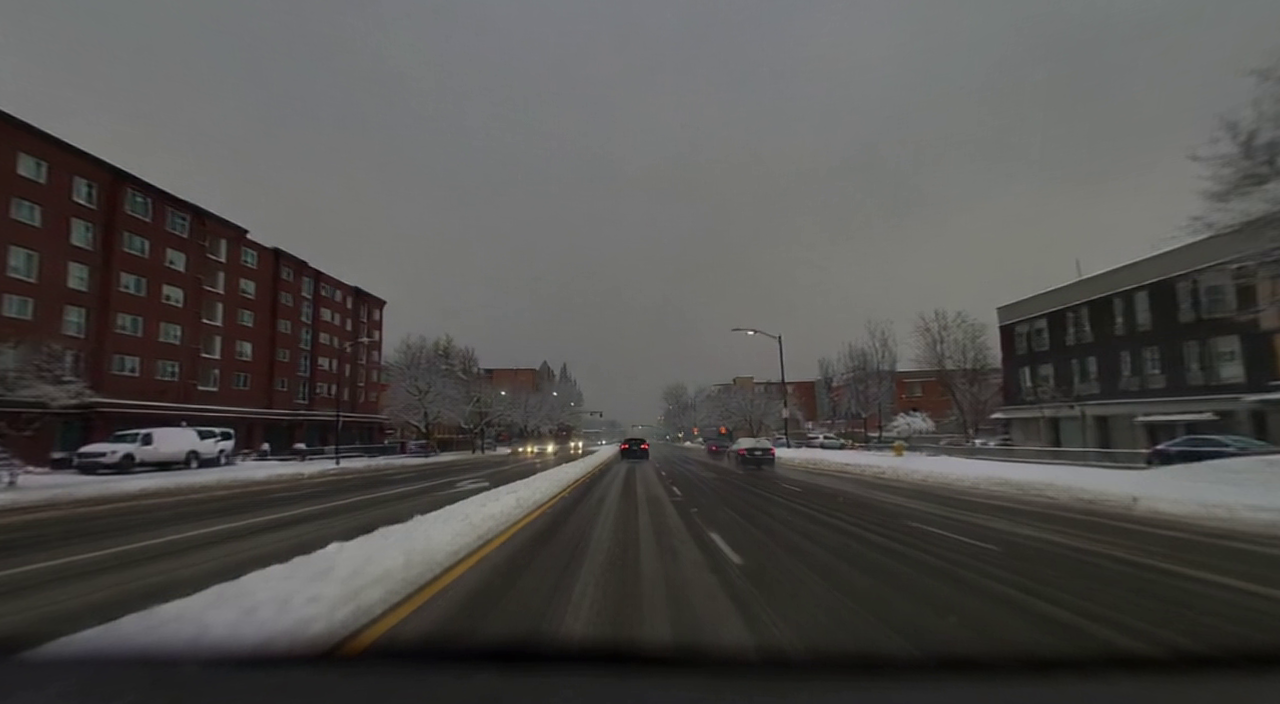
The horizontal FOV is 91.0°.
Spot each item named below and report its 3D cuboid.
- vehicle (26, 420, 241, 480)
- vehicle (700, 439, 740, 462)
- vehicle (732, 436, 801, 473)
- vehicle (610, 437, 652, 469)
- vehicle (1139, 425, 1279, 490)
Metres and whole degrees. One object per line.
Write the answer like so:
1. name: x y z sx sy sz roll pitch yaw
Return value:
1. vehicle: -33.192 6.474 42.455 4.125 3.409 11.667 -1 -8 5
2. vehicle: 5.618 6.946 44.590 2.154 1.554 4.149 0 -9 -2
3. vehicle: 5.832 4.778 29.611 2.121 1.557 4.898 0 -9 -1
4. vehicle: -0.471 5.295 33.216 2.106 1.553 3.964 0 -8 -1
5. vehicle: 20.449 3.598 21.708 2.286 1.948 4.949 0 -9 -1
